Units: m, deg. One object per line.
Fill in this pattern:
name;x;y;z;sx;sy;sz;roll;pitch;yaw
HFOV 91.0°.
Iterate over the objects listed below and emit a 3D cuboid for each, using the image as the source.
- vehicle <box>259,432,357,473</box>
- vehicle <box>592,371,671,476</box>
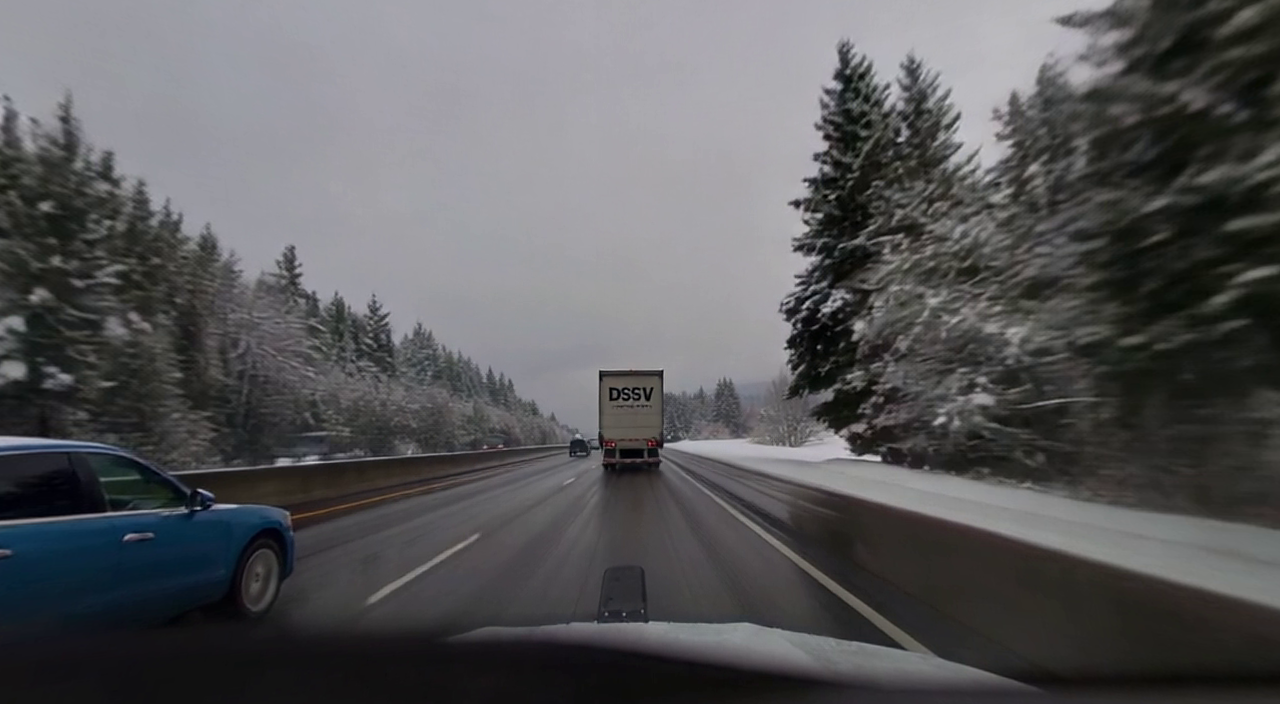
vehicle;-13.554;4.111;26.021;1.790;1.518;4.111;0;-8;0
vehicle;-0.438;3.381;28.844;2.969;3.957;10.270;0;-8;-1
